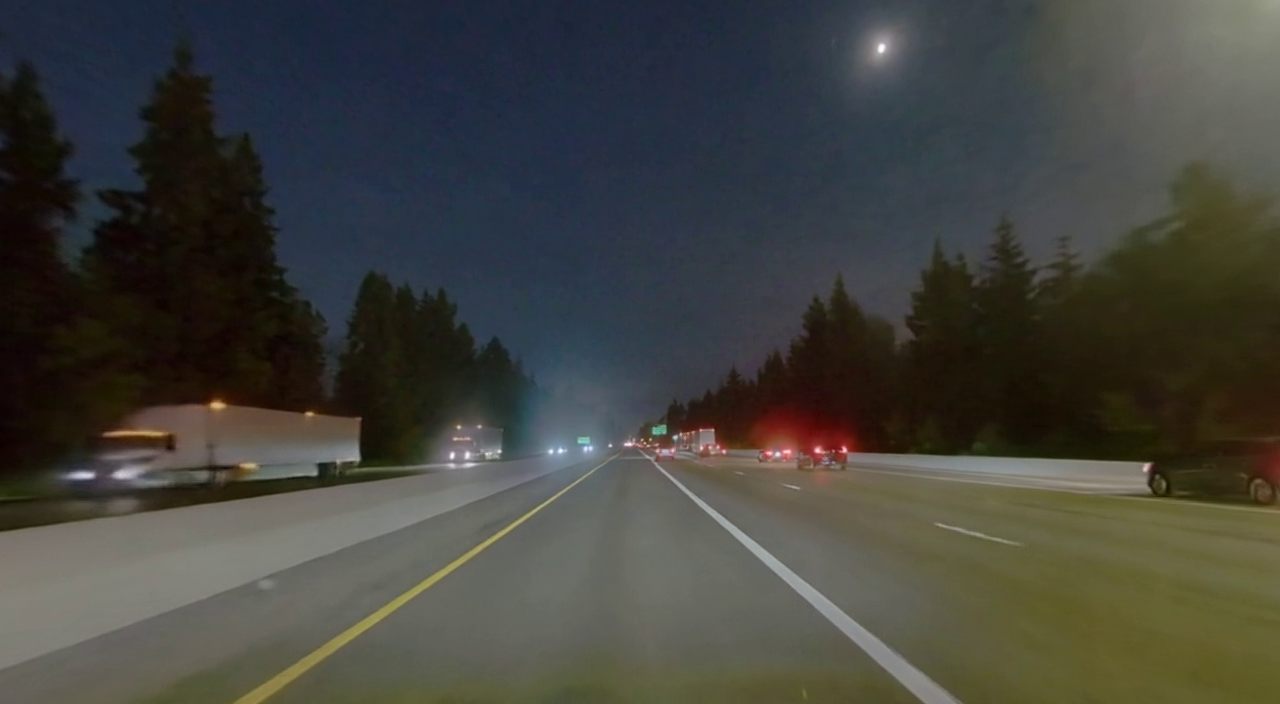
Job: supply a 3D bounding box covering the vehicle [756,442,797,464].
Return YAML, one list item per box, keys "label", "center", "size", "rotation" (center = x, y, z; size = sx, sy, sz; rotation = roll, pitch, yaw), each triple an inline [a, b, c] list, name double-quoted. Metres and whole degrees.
- label: "vehicle"
  center: [10.049, 7.459, 46.798]
  size: [1.931, 1.479, 4.183]
  rotation: [0, -8, -2]

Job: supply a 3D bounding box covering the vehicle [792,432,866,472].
- label: "vehicle"
  center: [9.252, 4.967, 31.404]
  size: [2.098, 1.820, 4.505]
  rotation: [0, -8, -3]

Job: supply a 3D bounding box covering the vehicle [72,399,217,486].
- label: "vehicle"
  center: [-24.381, 4.501, 31.444]
  size: [3.265, 3.955, 4.517]
  rotation: [0, -8, -1]

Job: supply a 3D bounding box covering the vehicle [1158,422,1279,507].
- label: "vehicle"
  center: [13.922, 2.372, 13.460]
  size: [1.957, 1.709, 4.387]
  rotation: [0, -8, -1]

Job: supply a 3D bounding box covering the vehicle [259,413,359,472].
- label: "vehicle"
  center: [-24.800, 6.870, 48.022]
  size: [2.858, 4.053, 8.915]
  rotation: [0, -8, -1]

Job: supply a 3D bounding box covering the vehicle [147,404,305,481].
- label: "vehicle"
  center: [-24.590, 5.518, 38.490]
  size: [3.329, 4.056, 9.372]
  rotation: [0, -8, -1]
